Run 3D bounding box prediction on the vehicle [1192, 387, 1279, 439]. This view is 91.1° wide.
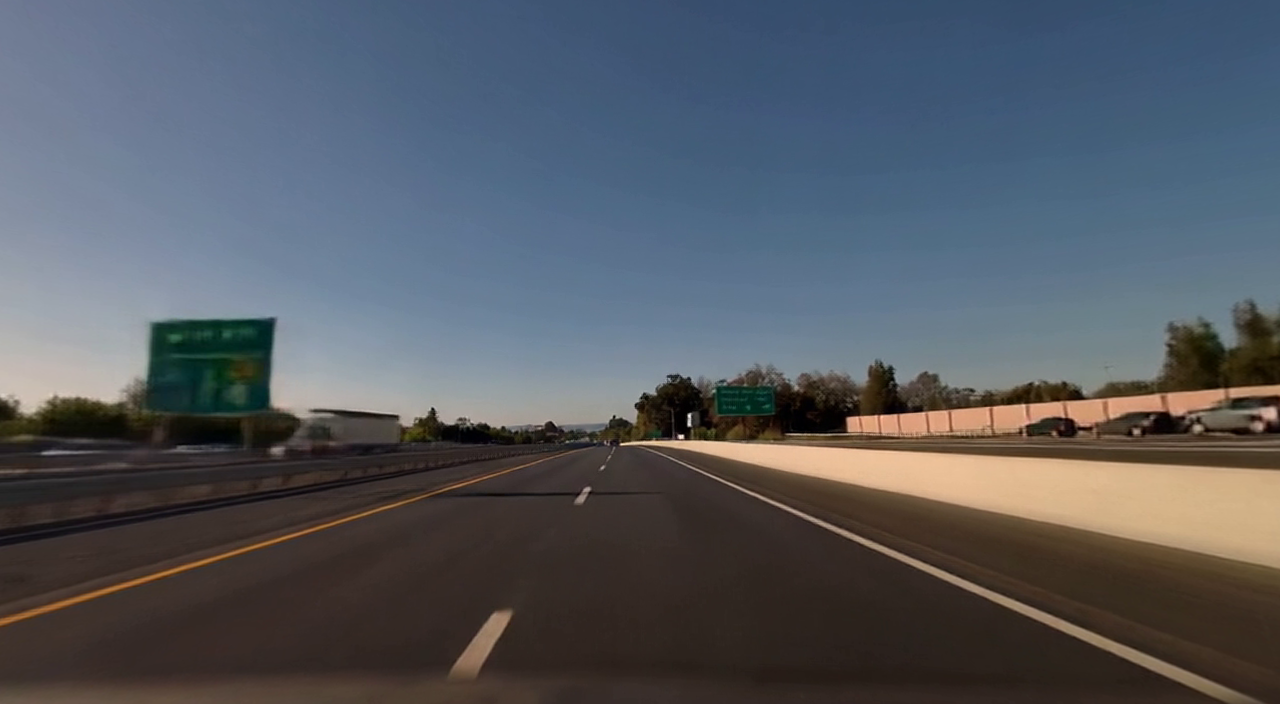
[{"bbox_3d":[43.007,4.300,43.322,2.825,3.337,7.900,-2,-8,2],"label":"vehicle"}]
